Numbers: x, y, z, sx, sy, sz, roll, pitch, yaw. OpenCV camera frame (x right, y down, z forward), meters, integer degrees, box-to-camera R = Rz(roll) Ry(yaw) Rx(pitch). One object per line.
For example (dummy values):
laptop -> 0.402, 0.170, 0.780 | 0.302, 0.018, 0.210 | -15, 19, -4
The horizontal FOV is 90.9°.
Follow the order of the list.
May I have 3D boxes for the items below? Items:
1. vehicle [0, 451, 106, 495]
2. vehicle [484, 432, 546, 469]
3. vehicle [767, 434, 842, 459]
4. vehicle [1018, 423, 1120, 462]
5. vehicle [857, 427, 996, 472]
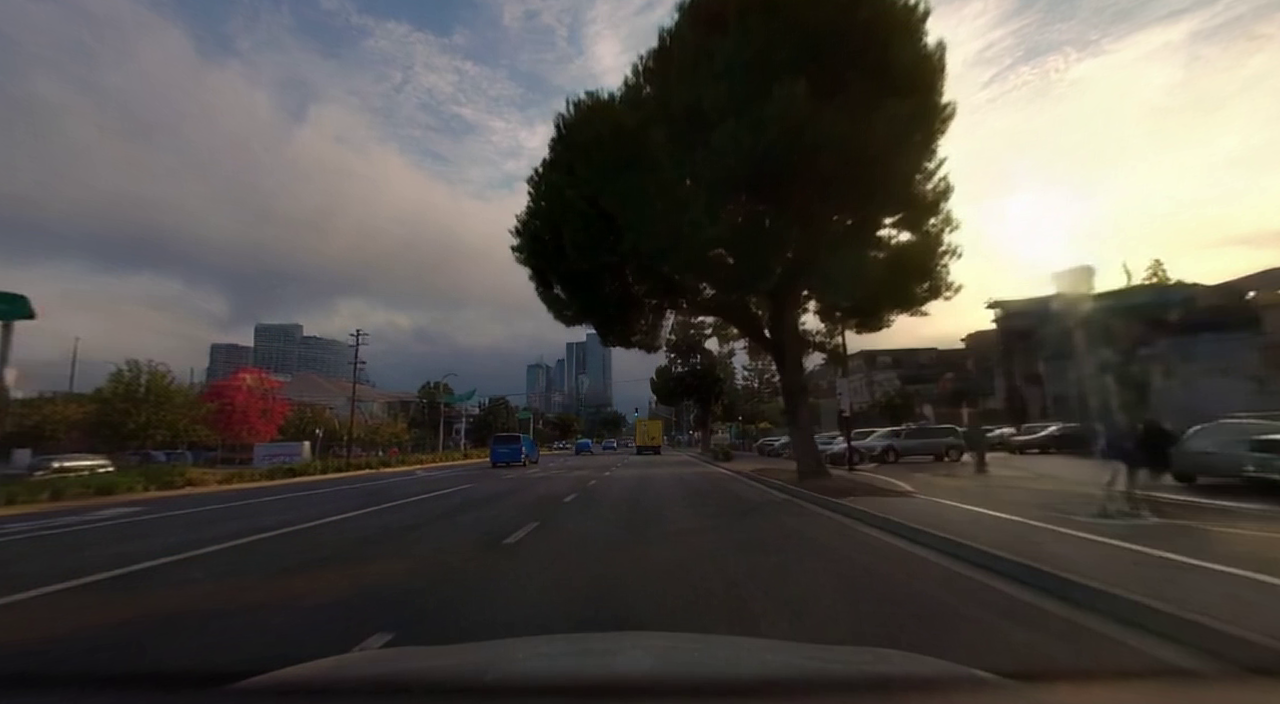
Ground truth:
vehicle -> -26.021, 5.129, 27.134 | 1.918, 1.687, 4.653 | 0, -8, 1
vehicle -> -6.724, 5.385, 34.623 | 2.149, 1.893, 5.187 | 0, -8, 2
vehicle -> 10.658, 6.147, 41.017 | 4.346, 1.595, 1.964 | 0, -9, 0
vehicle -> 21.424, 4.585, 31.762 | 1.888, 1.812, 4.911 | -1, -8, 4
vehicle -> 11.447, 3.925, 25.430 | 4.655, 1.688, 1.876 | 0, -9, 2
